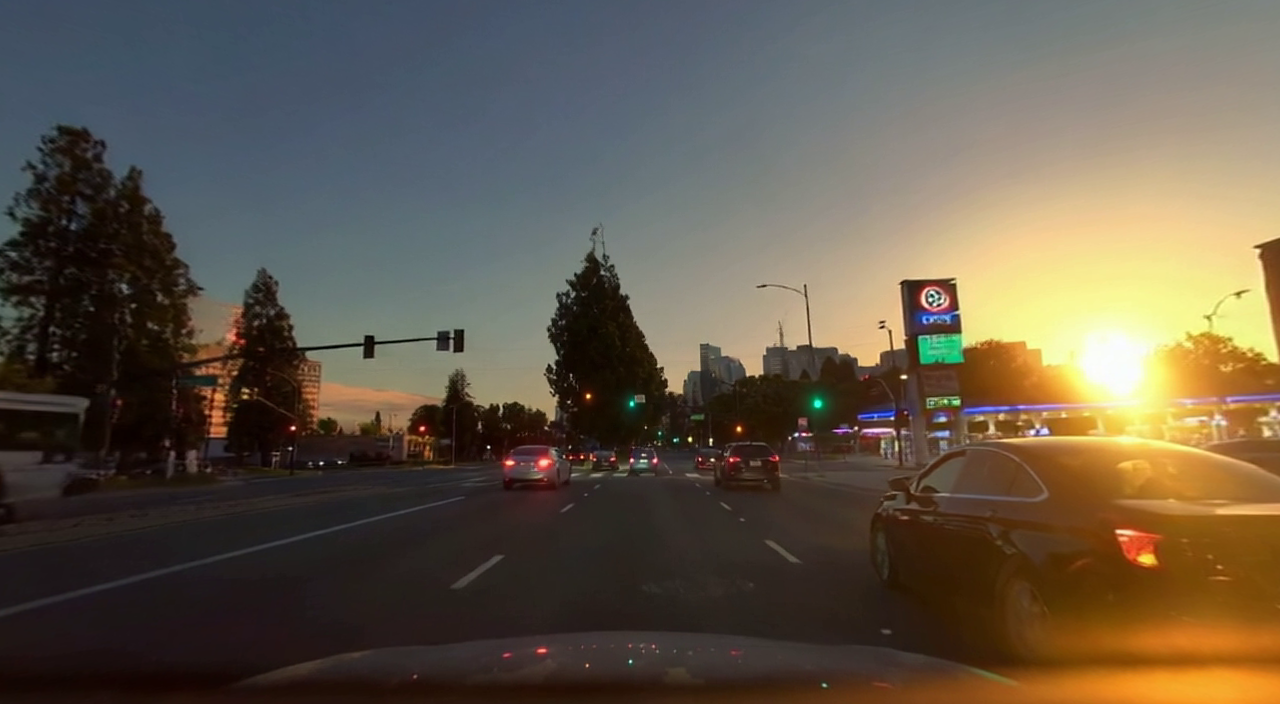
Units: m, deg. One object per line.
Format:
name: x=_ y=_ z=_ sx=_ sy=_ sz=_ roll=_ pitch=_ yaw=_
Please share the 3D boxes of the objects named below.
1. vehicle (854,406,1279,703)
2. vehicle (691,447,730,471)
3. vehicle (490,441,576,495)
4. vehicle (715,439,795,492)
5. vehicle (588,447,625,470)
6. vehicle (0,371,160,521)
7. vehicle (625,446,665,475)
vehicle: x=3.542 y=1.327 z=4.978 sx=2.038 sy=1.499 sz=4.868 roll=0 pitch=-8 yaw=1
vehicle: x=4.701 y=7.198 z=42.692 sx=2.174 sy=1.462 sz=4.400 roll=0 pitch=-8 yaw=1
vehicle: x=-3.460 y=3.810 z=21.156 sx=2.023 sy=1.607 sz=4.086 roll=-1 pitch=-8 yaw=2
vehicle: x=3.989 y=4.010 z=22.599 sx=2.022 sy=1.683 sz=4.171 roll=0 pitch=-8 yaw=0
vehicle: x=-2.262 y=7.380 z=43.880 sx=2.192 sy=1.463 sz=4.211 roll=-1 pitch=-8 yaw=2
vehicle: x=-16.088 y=2.173 z=14.512 sx=2.856 sy=3.384 sz=9.039 roll=0 pitch=-9 yaw=0
vehicle: x=0.285 y=5.955 z=34.907 sx=2.104 sy=1.477 sz=4.591 roll=0 pitch=-8 yaw=1
